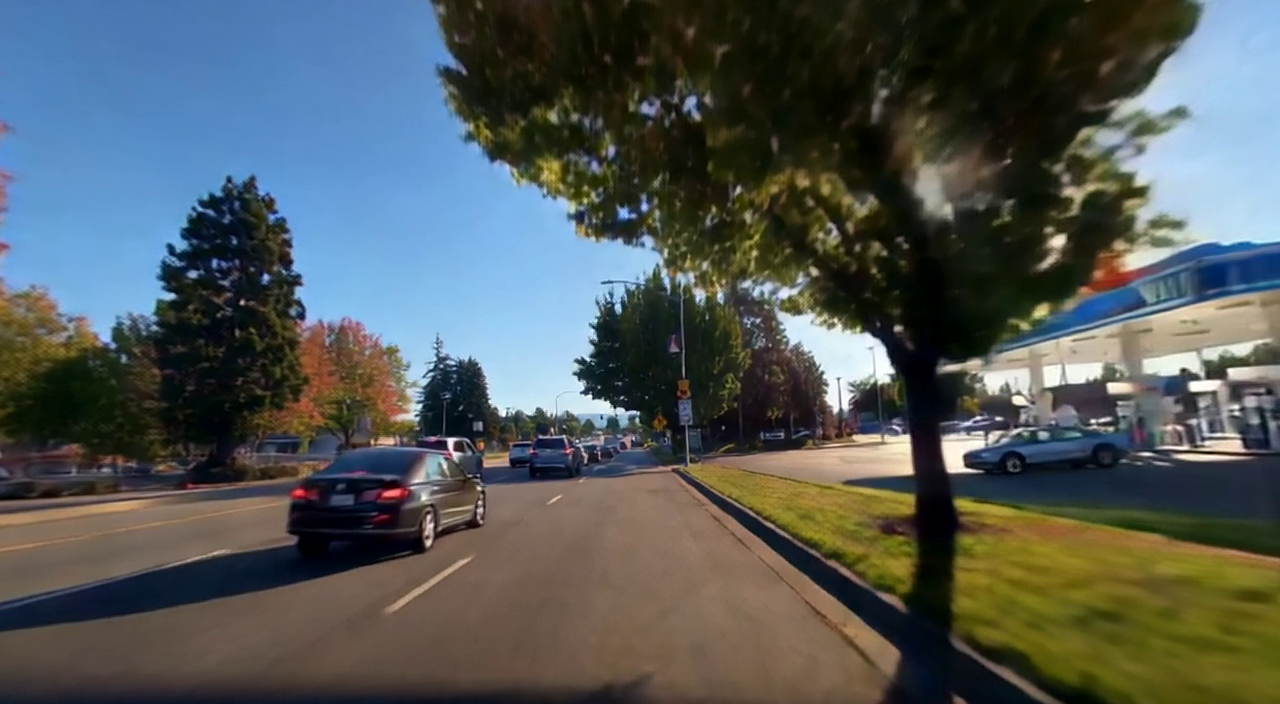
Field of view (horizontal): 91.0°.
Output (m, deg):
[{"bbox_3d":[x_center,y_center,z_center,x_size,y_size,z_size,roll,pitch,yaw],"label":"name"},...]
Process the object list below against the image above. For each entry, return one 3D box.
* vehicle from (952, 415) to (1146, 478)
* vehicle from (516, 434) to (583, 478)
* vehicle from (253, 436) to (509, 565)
[{"bbox_3d":[12.193,2.841,19.045,4.385,1.439,1.912,-5,-7,4],"label":"vehicle"},{"bbox_3d":[-3.988,4.671,28.534,2.306,1.815,4.476,0,-9,1],"label":"vehicle"},{"bbox_3d":[-3.408,2.022,9.377,1.888,1.452,4.303,-1,-9,2],"label":"vehicle"}]
